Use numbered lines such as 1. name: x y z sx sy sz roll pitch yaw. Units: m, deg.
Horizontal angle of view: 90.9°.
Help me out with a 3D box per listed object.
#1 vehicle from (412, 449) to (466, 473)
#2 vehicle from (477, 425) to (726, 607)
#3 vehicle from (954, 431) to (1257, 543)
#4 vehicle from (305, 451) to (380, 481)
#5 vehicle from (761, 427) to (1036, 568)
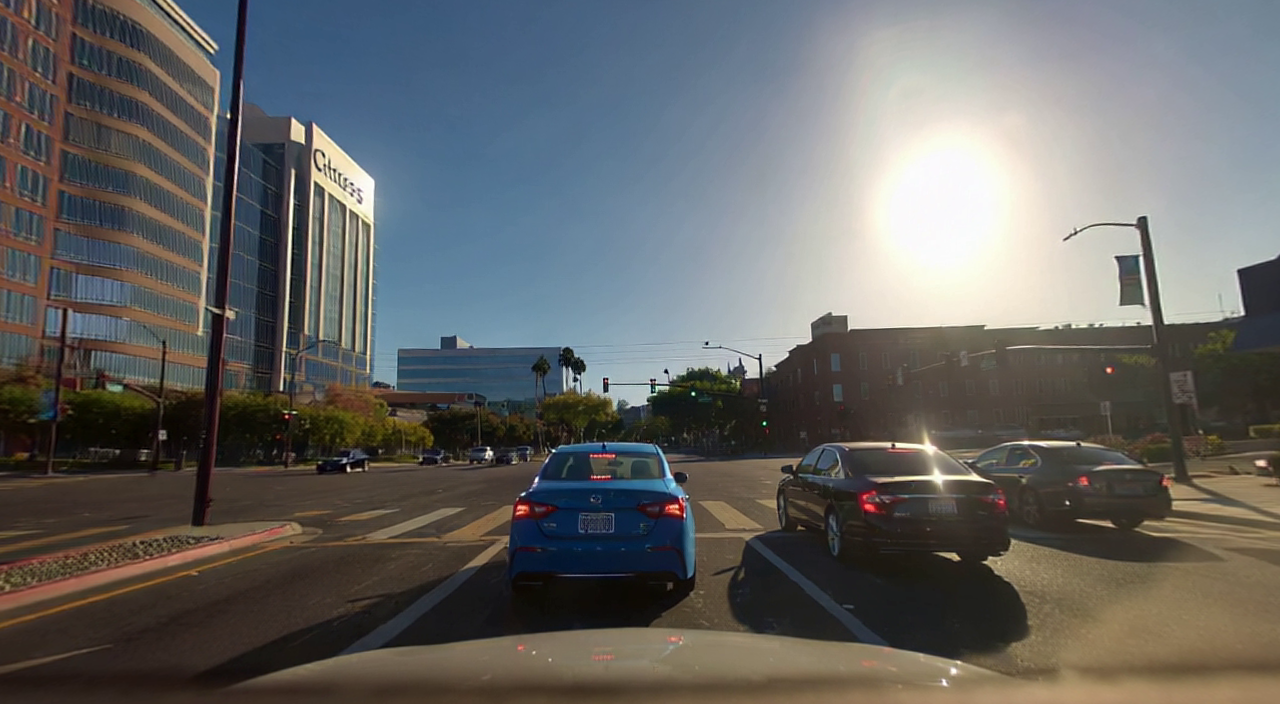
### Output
1. vehicle: -13.033 7.079 41.176 2.049 1.483 4.407 0 -8 0
2. vehicle: -0.363 1.653 7.290 2.059 1.477 3.988 0 -8 -1
3. vehicle: 7.450 2.163 10.786 1.908 1.517 4.182 0 -8 -1
4. vehicle: -16.653 6.383 35.555 2.048 1.463 4.530 0 -8 -1
5. vehicle: 3.221 1.887 8.971 2.042 1.508 4.109 0 -8 -2
